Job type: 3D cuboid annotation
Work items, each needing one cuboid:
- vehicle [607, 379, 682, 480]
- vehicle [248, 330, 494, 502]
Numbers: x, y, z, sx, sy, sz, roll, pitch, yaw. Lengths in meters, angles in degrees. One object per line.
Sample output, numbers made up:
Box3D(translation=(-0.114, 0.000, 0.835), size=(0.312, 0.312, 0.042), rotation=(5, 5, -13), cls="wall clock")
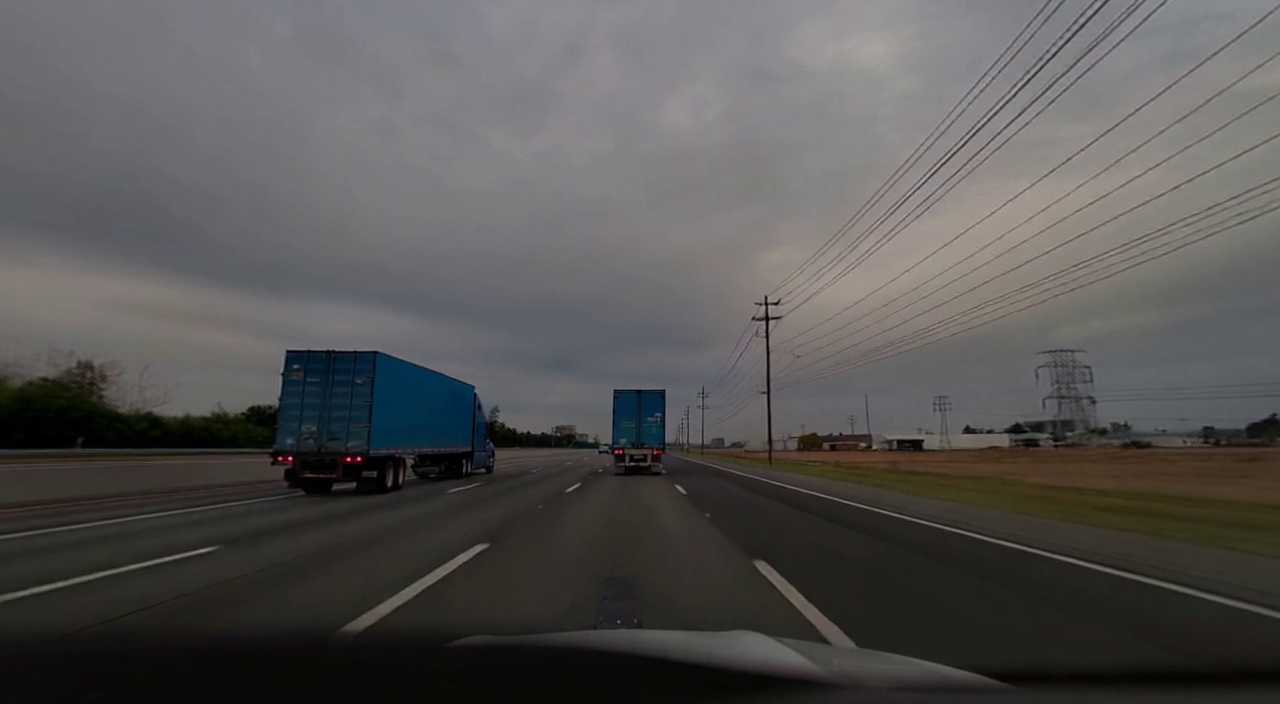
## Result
Box3D(translation=(0.117, 3.707, 29.386), size=(2.858, 3.847, 10.034), rotation=(0, -9, -1), cls="vehicle")
Box3D(translation=(-7.502, 2.281, 20.253), size=(2.937, 3.981, 11.119), rotation=(0, -9, 0), cls="vehicle")
